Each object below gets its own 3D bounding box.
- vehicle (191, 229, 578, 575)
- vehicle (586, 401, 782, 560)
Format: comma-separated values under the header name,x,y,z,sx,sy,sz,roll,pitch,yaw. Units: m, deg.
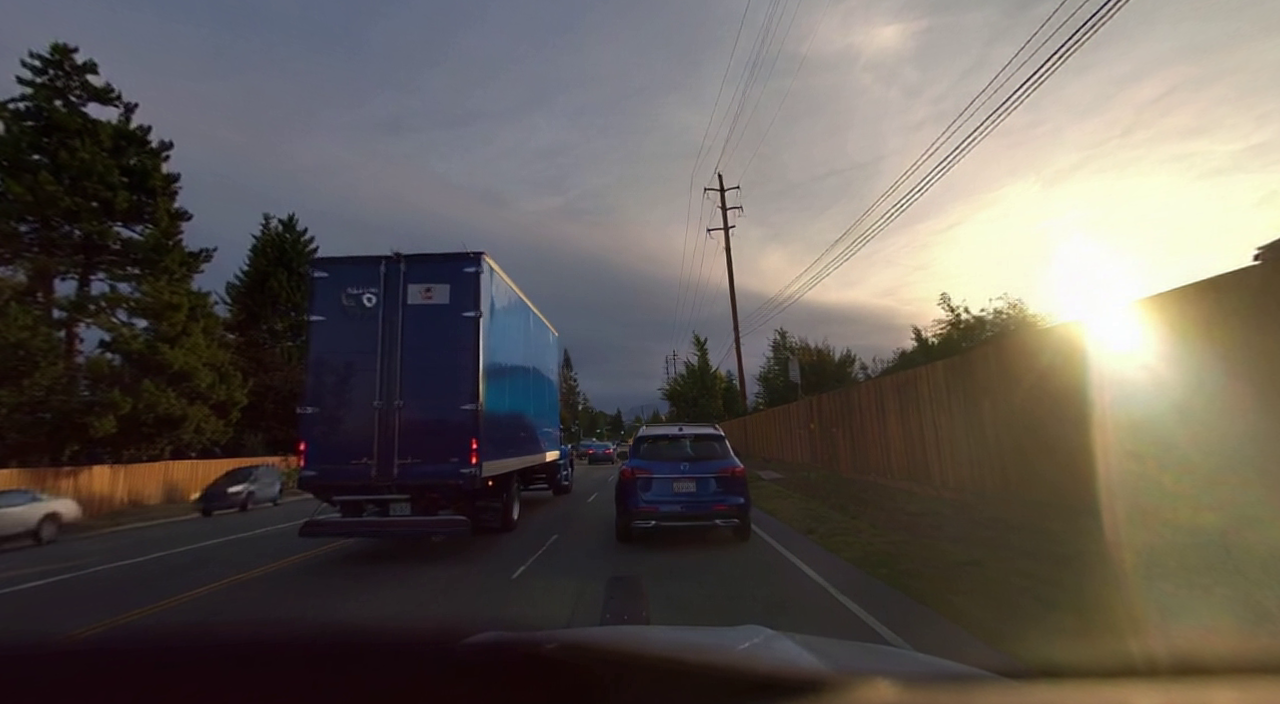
name,x,y,z,sx,sy,sz,roll,pitch,yaw
vehicle,-3.071,1.126,11.138,2.928,3.658,8.980,0,-9,1
vehicle,0.464,1.738,9.126,2.174,1.749,4.113,0,-9,-1
